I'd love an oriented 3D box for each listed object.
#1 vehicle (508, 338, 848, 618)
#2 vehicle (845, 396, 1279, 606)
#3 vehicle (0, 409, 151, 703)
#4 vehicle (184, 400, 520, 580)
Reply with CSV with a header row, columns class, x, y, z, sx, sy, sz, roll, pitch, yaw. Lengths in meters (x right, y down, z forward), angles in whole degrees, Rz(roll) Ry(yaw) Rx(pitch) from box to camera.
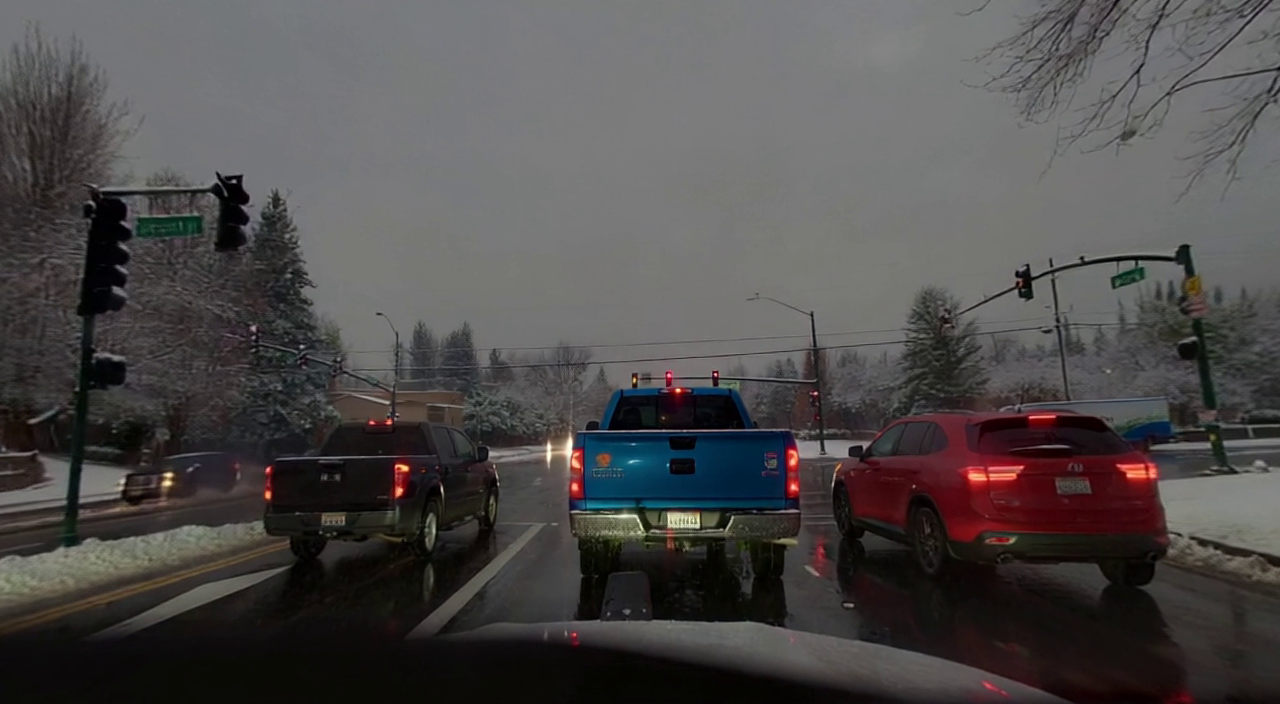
class,x,y,z,sx,sy,sz,roll,pitch,yaw
vehicle,0.323,1.271,7.150,2.505,2.084,4.768,0,-8,1
vehicle,4.049,1.498,7.186,1.984,1.659,4.226,0,-8,0
vehicle,-3.388,0.708,0.647,1.998,1.481,4.656,0,-8,1
vehicle,-3.289,1.694,8.584,2.125,1.739,4.707,0,-8,3
